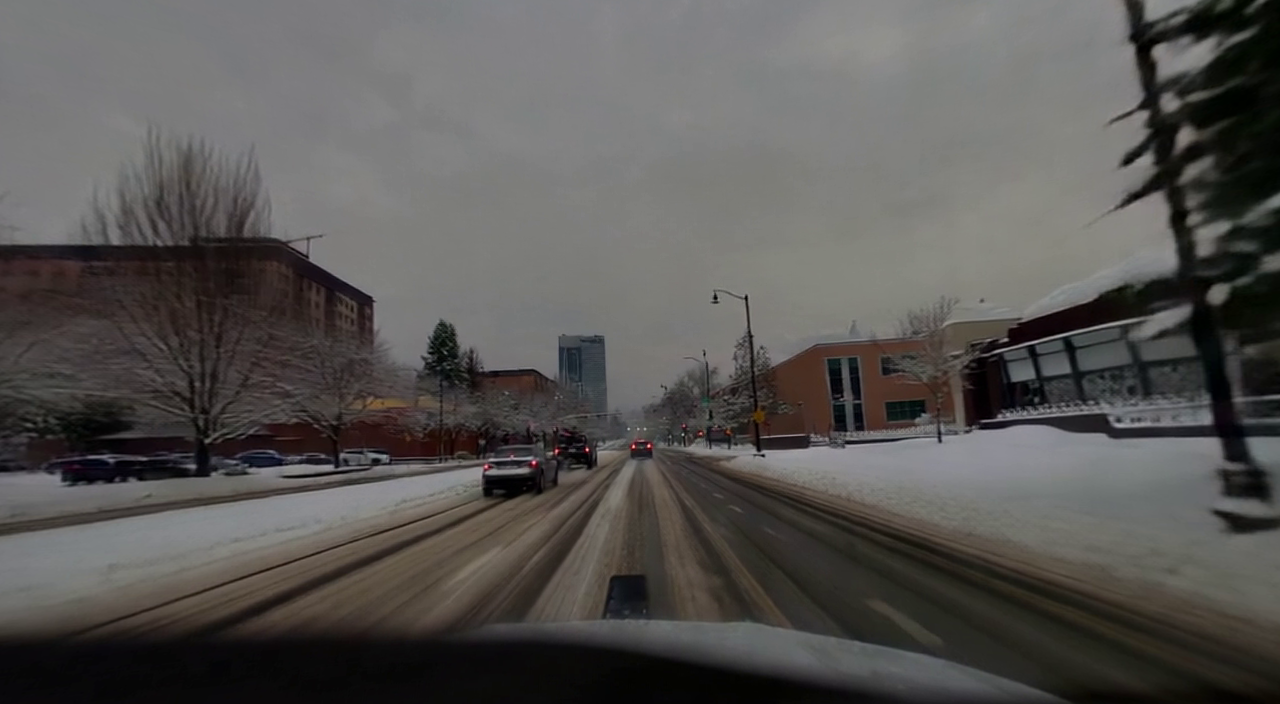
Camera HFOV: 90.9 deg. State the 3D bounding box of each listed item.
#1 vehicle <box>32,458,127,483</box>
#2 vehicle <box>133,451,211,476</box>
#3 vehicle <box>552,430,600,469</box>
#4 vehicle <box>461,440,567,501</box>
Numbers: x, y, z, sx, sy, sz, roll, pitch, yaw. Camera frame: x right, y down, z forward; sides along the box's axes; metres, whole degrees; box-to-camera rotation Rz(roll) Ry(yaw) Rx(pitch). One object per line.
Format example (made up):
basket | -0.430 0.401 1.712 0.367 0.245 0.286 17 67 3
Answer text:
vehicle | -36.893 7.764 41.515 4.456 1.533 1.879 0 -9 1
vehicle | -36.942 8.761 49.838 4.402 1.868 2.071 0 -9 -3
vehicle | -3.461 5.384 35.012 2.152 1.987 4.527 0 -8 1
vehicle | -3.207 3.119 17.000 1.959 1.406 4.272 0 -8 0
